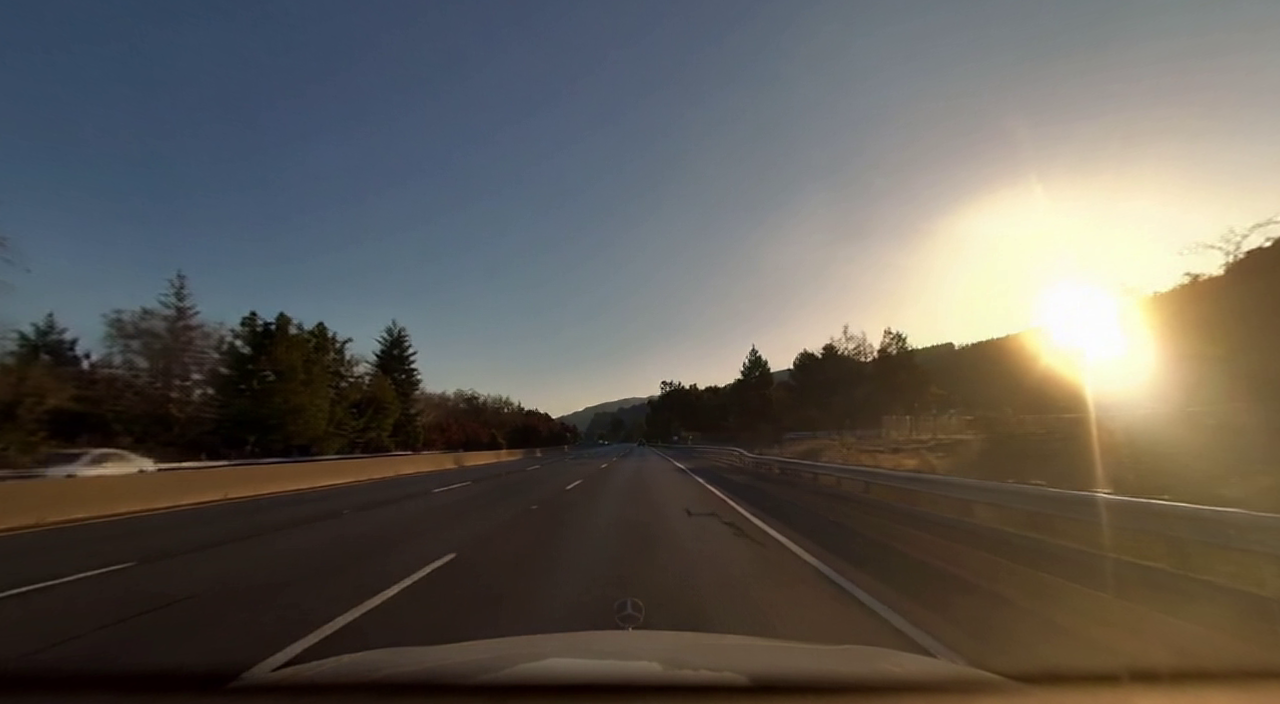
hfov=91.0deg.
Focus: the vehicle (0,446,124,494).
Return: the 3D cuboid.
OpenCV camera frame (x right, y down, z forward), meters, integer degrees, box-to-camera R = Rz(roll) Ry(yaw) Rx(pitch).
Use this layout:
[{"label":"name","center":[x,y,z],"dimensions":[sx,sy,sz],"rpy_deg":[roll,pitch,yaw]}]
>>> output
[{"label":"vehicle","center":[-22.469,4.348,23.729],"dimensions":[1.956,1.580,4.639],"rpy_deg":[0,-8,1]}]
